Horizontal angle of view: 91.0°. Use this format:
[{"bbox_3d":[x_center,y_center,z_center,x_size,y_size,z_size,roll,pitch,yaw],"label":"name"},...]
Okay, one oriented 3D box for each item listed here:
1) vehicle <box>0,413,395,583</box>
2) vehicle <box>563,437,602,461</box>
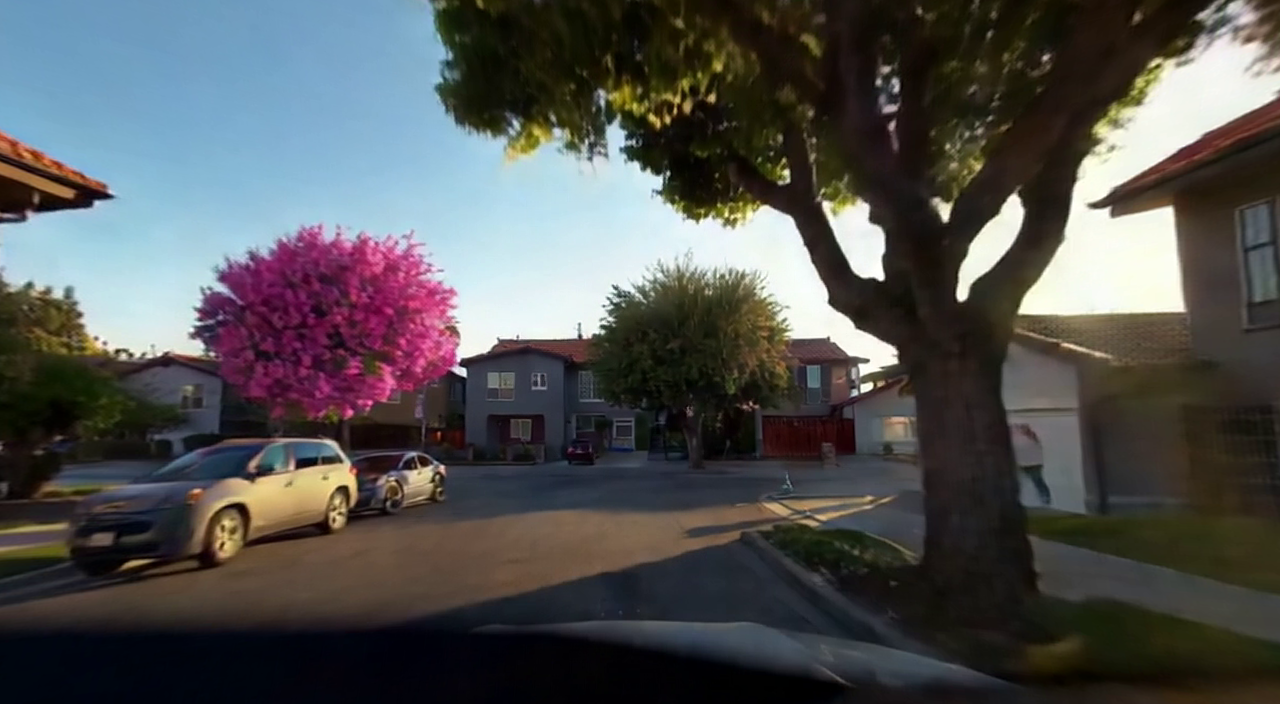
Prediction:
[{"bbox_3d":[-5.702,1.914,9.139,2.139,1.783,4.717,-1,-9,4],"label":"vehicle"},{"bbox_3d":[-3.722,6.429,41.608,1.968,1.491,4.486,0,-9,2],"label":"vehicle"}]
